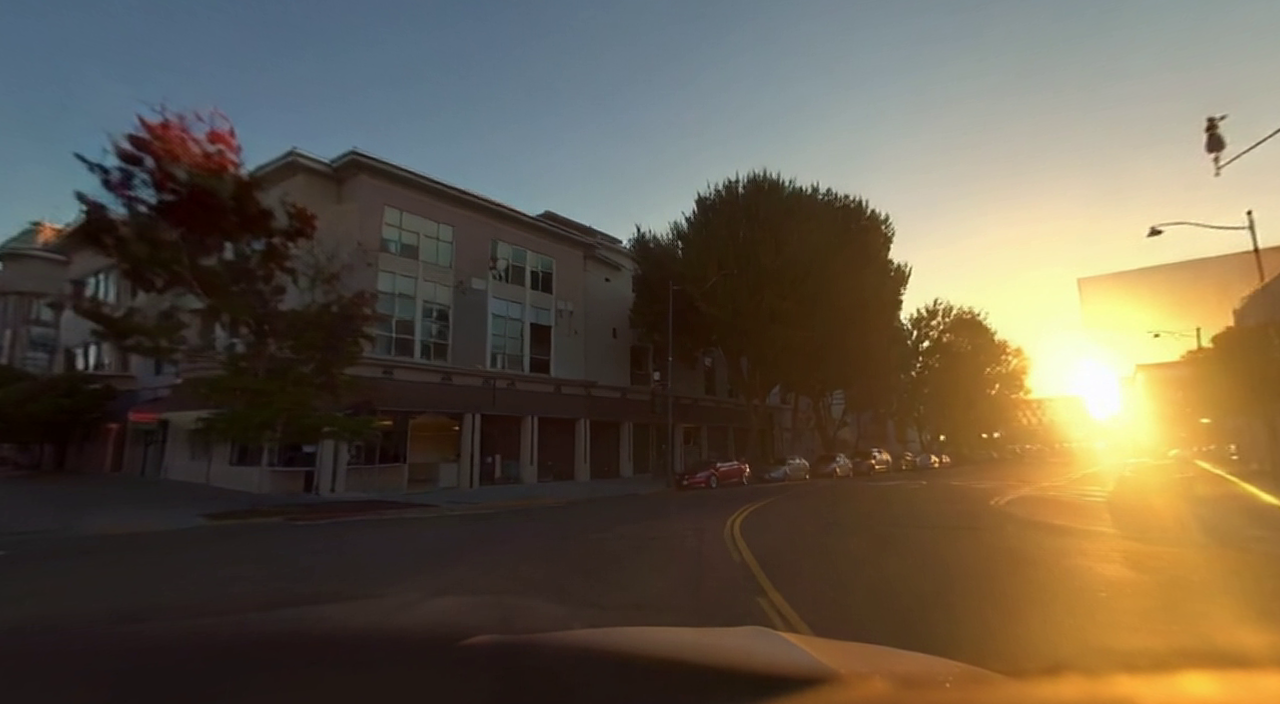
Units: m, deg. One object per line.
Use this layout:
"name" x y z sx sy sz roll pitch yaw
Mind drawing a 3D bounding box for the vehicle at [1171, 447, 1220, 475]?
"vehicle" 37.996 7.425 43.219 2.189 1.753 4.376 -7 -11 38

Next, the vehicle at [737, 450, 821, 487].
"vehicle" 7.140 5.839 31.983 2.179 1.658 4.765 -7 -11 39

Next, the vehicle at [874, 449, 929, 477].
"vehicle" 15.456 6.500 37.135 1.852 1.465 4.092 -7 -11 38

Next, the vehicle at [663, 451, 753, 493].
"vehicle" 3.050 5.183 27.653 1.922 1.628 4.291 -7 -11 38

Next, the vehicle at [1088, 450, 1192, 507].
"vehicle" 15.266 3.808 19.500 2.148 1.488 4.508 -6 -10 35
